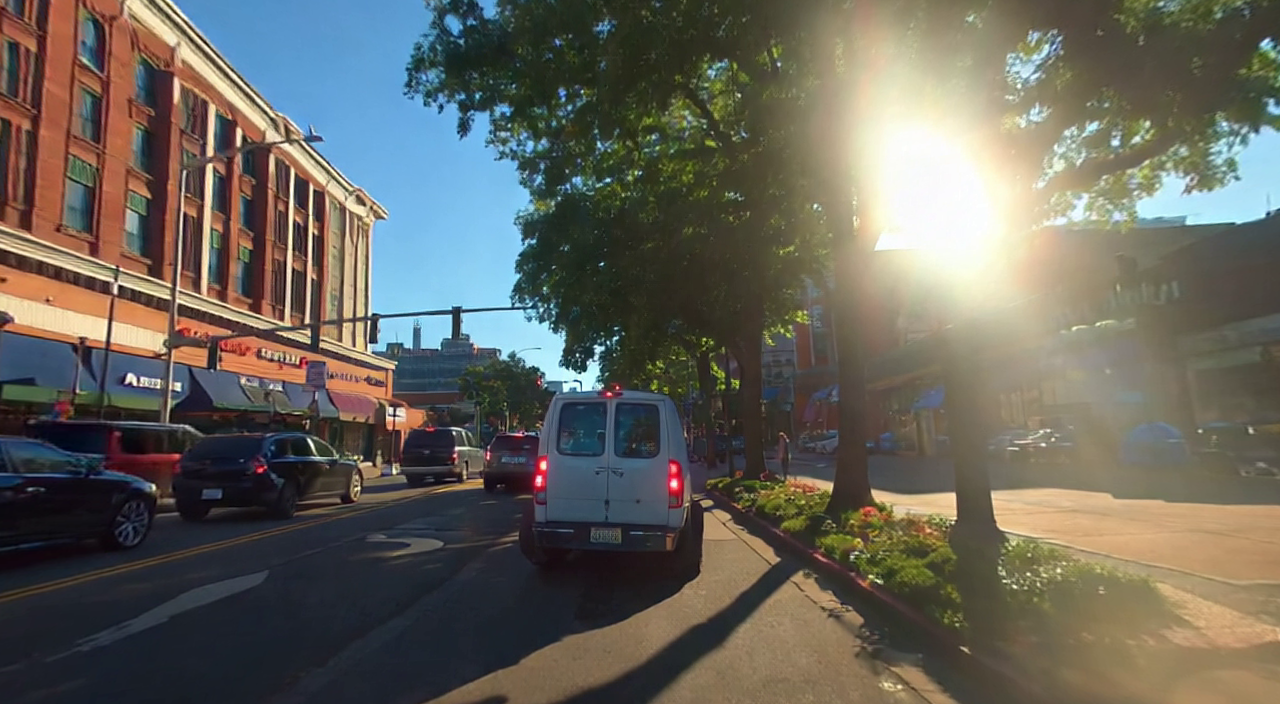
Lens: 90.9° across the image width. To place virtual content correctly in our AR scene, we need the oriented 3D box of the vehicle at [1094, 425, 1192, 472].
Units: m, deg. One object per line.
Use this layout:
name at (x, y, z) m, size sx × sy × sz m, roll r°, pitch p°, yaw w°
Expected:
vehicle at (19.226, 3.666, 24.040) m, size 4.156 × 1.622 × 1.924 m, roll 7°, pitch -11°, yaw -38°

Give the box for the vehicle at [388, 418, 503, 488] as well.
vehicle at (-6.475, 3.438, 21.666) m, size 2.496 × 2.112 × 4.351 m, roll 0°, pitch -8°, yaw 0°

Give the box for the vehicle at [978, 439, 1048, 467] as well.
vehicle at (20.096, 5.409, 33.927) m, size 3.836 × 1.443 × 1.694 m, roll 5°, pitch -10°, yaw -35°

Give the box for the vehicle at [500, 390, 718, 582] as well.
vehicle at (-0.315, 1.596, 8.231) m, size 2.064 × 1.817 × 4.298 m, roll 0°, pitch -8°, yaw -1°

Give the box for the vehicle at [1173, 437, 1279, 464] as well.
vehicle at (29.718, 4.952, 31.668) m, size 4.176 × 1.313 × 1.719 m, roll 0°, pitch -8°, yaw 2°

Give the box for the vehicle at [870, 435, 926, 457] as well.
vehicle at (20.098, 7.326, 49.048) m, size 4.361 × 1.653 × 2.034 m, roll 6°, pitch -11°, yaw -37°

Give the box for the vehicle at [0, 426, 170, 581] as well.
vehicle at (-6.963, 1.420, 5.852) m, size 1.831 × 1.451 × 4.382 m, roll 0°, pitch -8°, yaw -1°

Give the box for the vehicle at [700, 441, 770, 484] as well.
vehicle at (3.425, 4.050, 23.509) m, size 2.023 × 1.441 × 4.240 m, roll 0°, pitch -8°, yaw 1°

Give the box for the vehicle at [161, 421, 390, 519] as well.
vehicle at (-7.142, 2.358, 13.071) m, size 1.941 × 1.655 × 4.503 m, roll 0°, pitch -8°, yaw 1°
